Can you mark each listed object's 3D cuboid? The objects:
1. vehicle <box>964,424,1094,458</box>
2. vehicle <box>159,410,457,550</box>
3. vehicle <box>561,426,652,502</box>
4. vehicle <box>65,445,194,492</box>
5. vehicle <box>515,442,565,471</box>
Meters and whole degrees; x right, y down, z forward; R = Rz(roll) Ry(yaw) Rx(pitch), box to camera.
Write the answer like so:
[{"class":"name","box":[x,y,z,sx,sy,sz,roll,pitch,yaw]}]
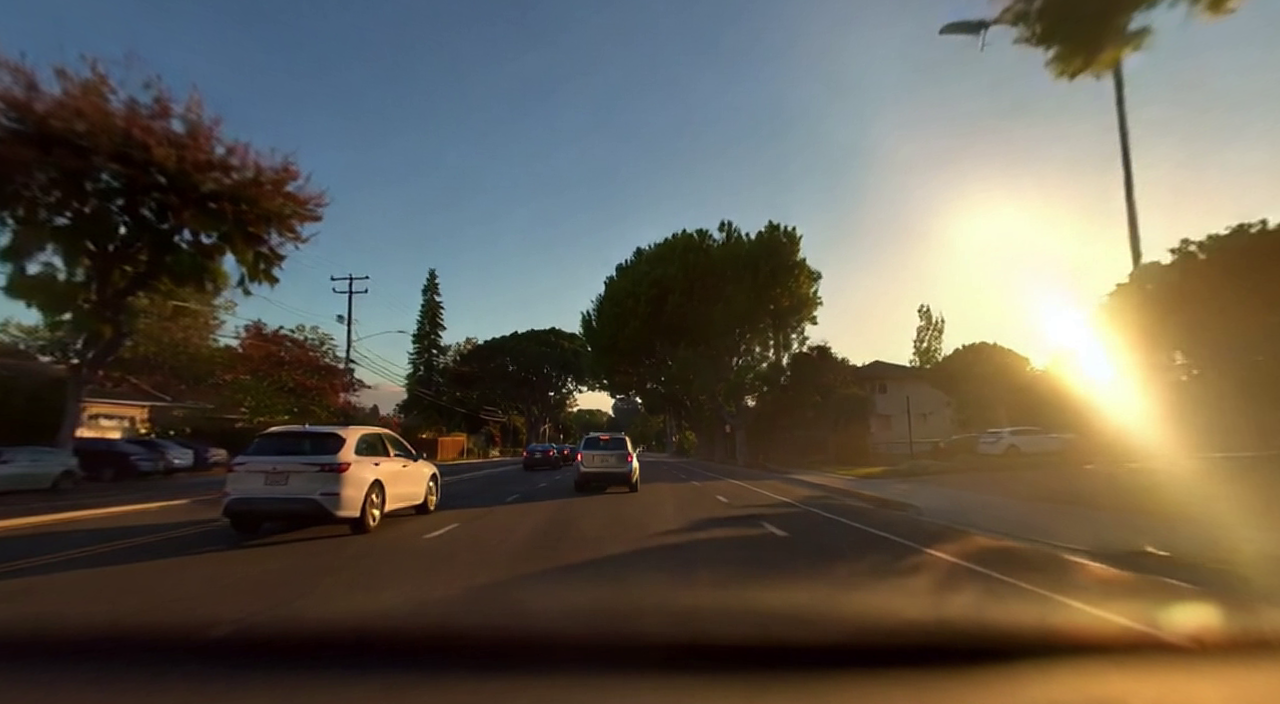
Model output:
[{"class":"vehicle","box":[17.304,3.978,28.293,4.500,1.442,1.930,-1,-8,4]},{"class":"vehicle","box":[-4.776,1.923,10.177,2.243,1.722,4.621,0,-8,0]},{"class":"vehicle","box":[-0.832,2.935,16.984,2.131,1.761,4.242,0,-8,-1]},{"class":"vehicle","box":[-19.405,4.410,24.274,1.707,1.523,3.933,-2,-7,-1]},{"class":"vehicle","box":[-5.437,5.738,35.020,2.014,1.493,4.658,0,-8,0]}]
